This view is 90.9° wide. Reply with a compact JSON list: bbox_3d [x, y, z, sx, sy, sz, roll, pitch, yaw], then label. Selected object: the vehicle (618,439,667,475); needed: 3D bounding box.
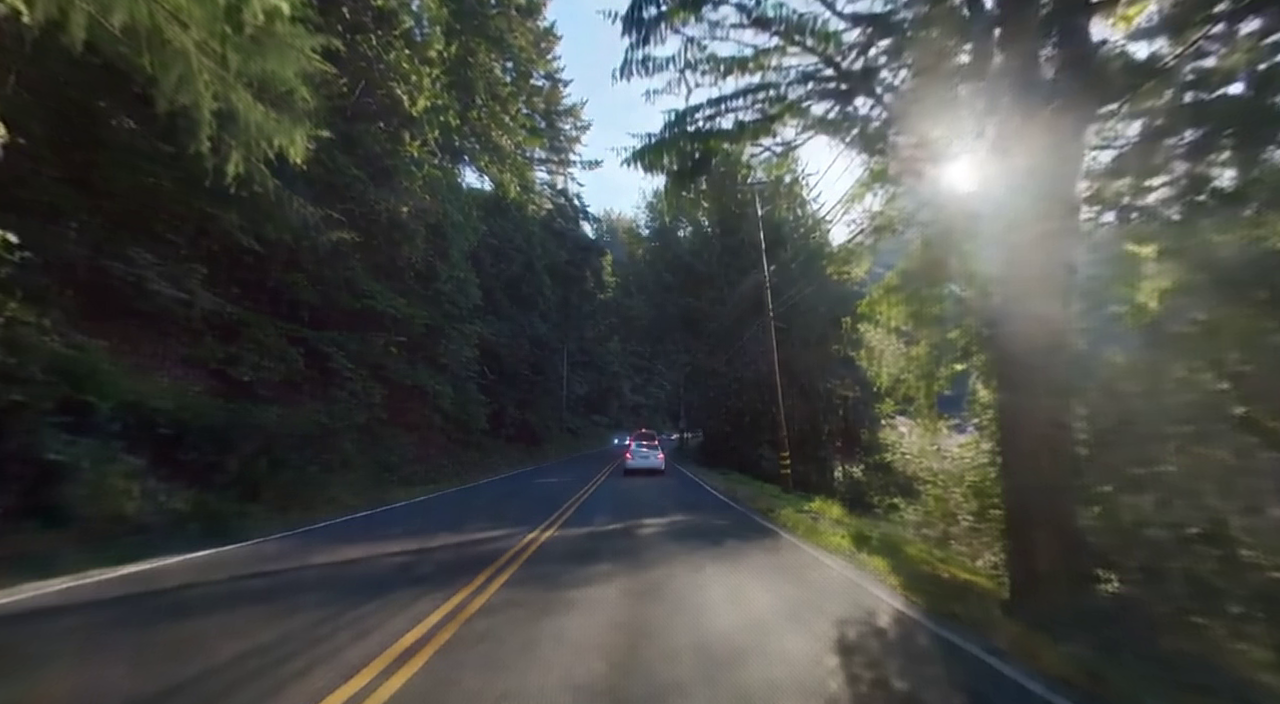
[{"bbox_3d":[0.039,4.748,28.793,2.081,1.503,3.726,0,-8,-2],"label":"vehicle"}]
